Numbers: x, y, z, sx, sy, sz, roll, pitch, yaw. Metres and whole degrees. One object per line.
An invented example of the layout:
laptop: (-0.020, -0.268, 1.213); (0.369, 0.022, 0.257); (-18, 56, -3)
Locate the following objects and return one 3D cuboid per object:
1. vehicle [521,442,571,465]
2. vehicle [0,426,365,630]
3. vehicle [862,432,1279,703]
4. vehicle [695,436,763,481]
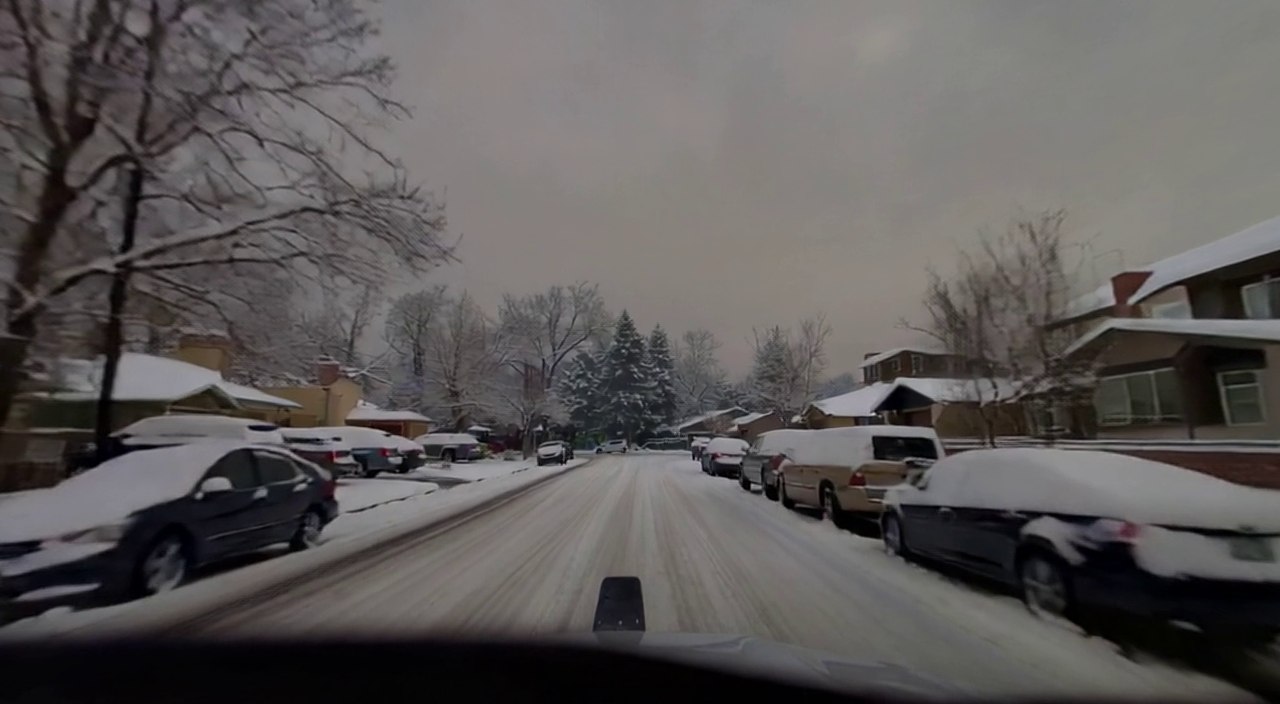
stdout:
vehicle: (-6.646, 7.064, 44.187); (2.236, 1.459, 4.832); (3, -9, -23)
vehicle: (-5.024, 1.713, 7.187); (1.943, 1.602, 4.172); (0, -8, -1)
vehicle: (3.912, 1.515, 5.753); (2.042, 1.456, 4.903); (0, -8, 0)
vehicle: (3.921, 4.808, 28.902); (2.235, 1.829, 5.194); (0, -8, -1)
